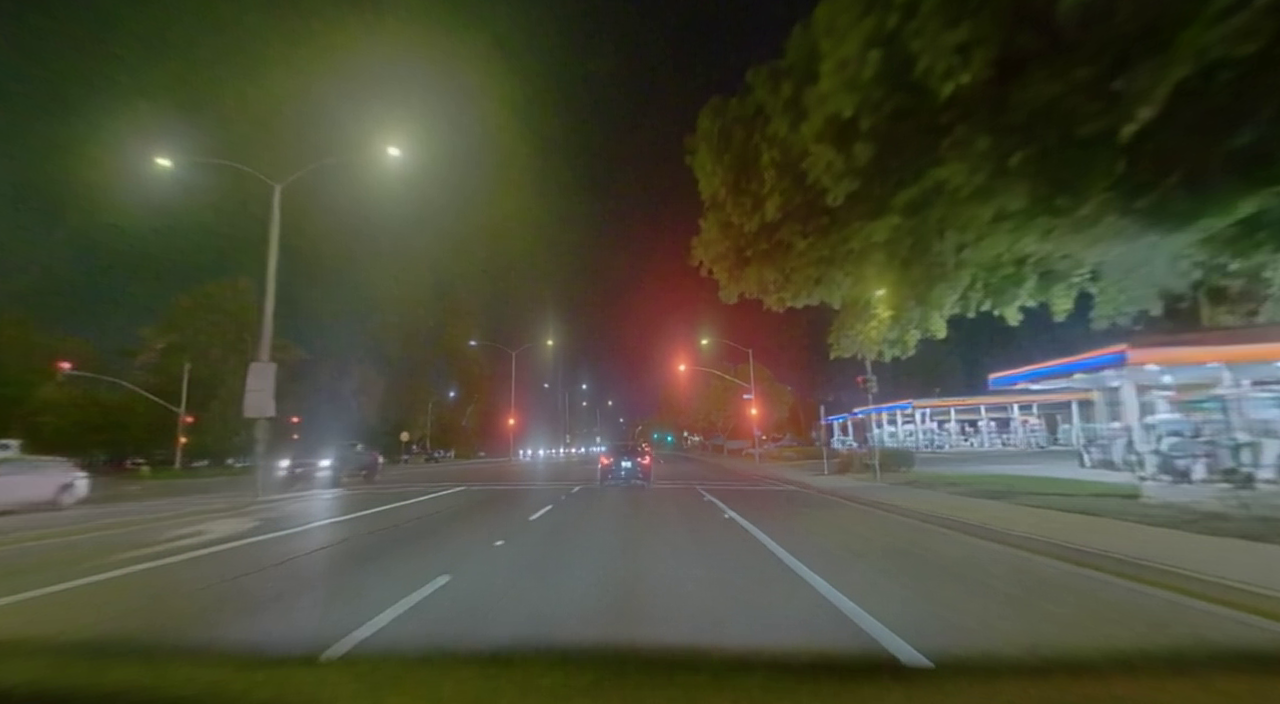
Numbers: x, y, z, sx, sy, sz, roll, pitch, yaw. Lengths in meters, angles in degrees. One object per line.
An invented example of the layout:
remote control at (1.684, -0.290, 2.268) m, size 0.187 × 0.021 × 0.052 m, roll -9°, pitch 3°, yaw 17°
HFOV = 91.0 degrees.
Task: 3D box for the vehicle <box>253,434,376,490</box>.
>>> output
vehicle at (-12.657, 4.287, 24.946) m, size 2.161 × 1.950 × 4.962 m, roll 0°, pitch -8°, yaw 0°

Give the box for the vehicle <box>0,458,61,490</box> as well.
vehicle at (-33.507, 6.371, 32.977) m, size 4.377 × 1.521 × 1.965 m, roll 0°, pitch -8°, yaw 1°

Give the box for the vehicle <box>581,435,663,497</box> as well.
vehicle at (-0.441, 3.157, 17.903) m, size 2.062 × 1.519 × 4.214 m, roll 0°, pitch -8°, yaw 0°

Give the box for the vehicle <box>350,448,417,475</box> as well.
vehicle at (-15.455, 6.599, 38.227) m, size 1.960 × 1.508 × 4.794 m, roll 0°, pitch -8°, yaw 1°
